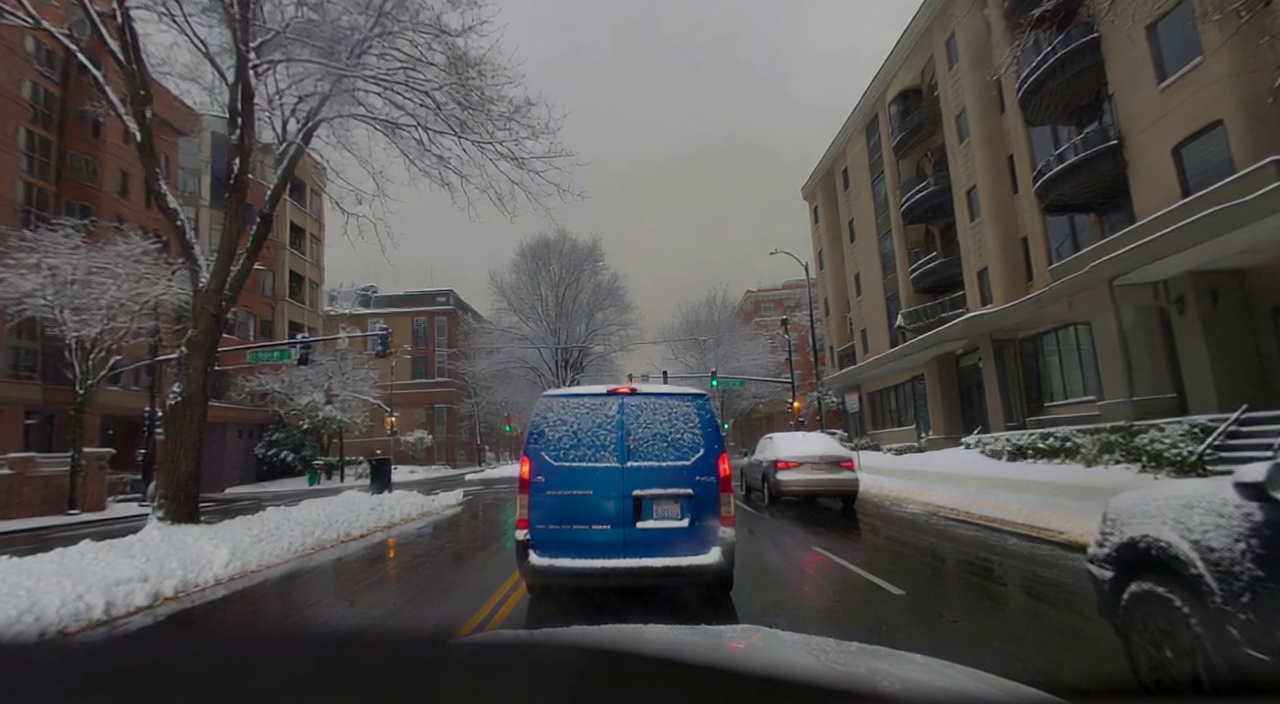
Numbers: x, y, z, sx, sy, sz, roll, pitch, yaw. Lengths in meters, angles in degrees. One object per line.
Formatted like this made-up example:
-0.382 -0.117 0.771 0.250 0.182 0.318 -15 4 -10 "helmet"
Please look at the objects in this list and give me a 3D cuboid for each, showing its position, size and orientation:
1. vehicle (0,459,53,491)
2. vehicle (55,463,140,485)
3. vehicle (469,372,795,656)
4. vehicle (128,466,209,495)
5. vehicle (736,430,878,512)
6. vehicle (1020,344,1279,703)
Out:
-35.482 6.851 35.189 3.843 1.680 1.782 -1 -9 6 "vehicle"
-38.390 8.635 44.655 4.396 1.458 1.809 -1 -9 2 "vehicle"
-0.039 1.368 6.304 2.101 1.828 4.270 0 -9 0 "vehicle"
-33.223 9.069 44.528 4.292 1.492 1.772 -6 -14 -1 "vehicle"
3.838 2.837 15.496 2.061 1.676 4.734 0 -9 -2 "vehicle"
3.805 0.797 2.373 2.157 1.748 4.130 0 -9 1 "vehicle"
